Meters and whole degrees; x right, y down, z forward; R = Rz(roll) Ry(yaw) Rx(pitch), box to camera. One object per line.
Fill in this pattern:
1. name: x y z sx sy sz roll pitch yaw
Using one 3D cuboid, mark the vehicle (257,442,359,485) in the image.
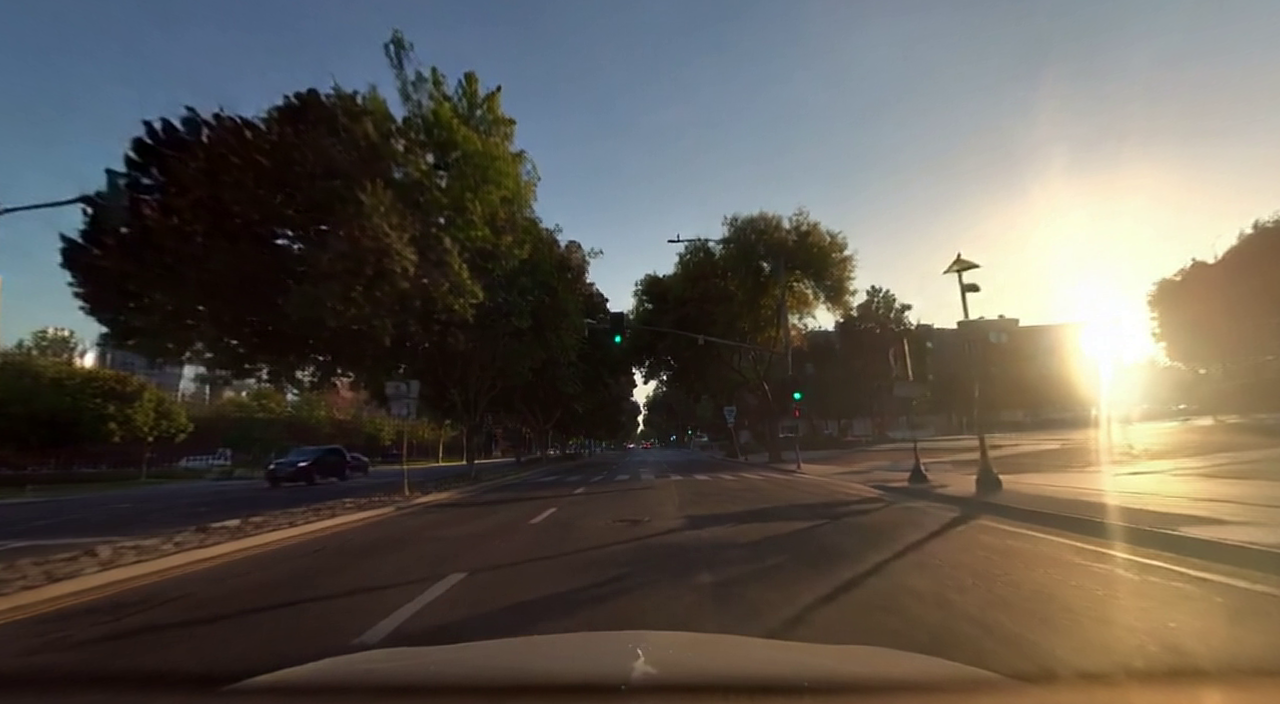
1. vehicle: -14.700 4.922 28.142 1.936 1.718 4.643 0 -8 1
